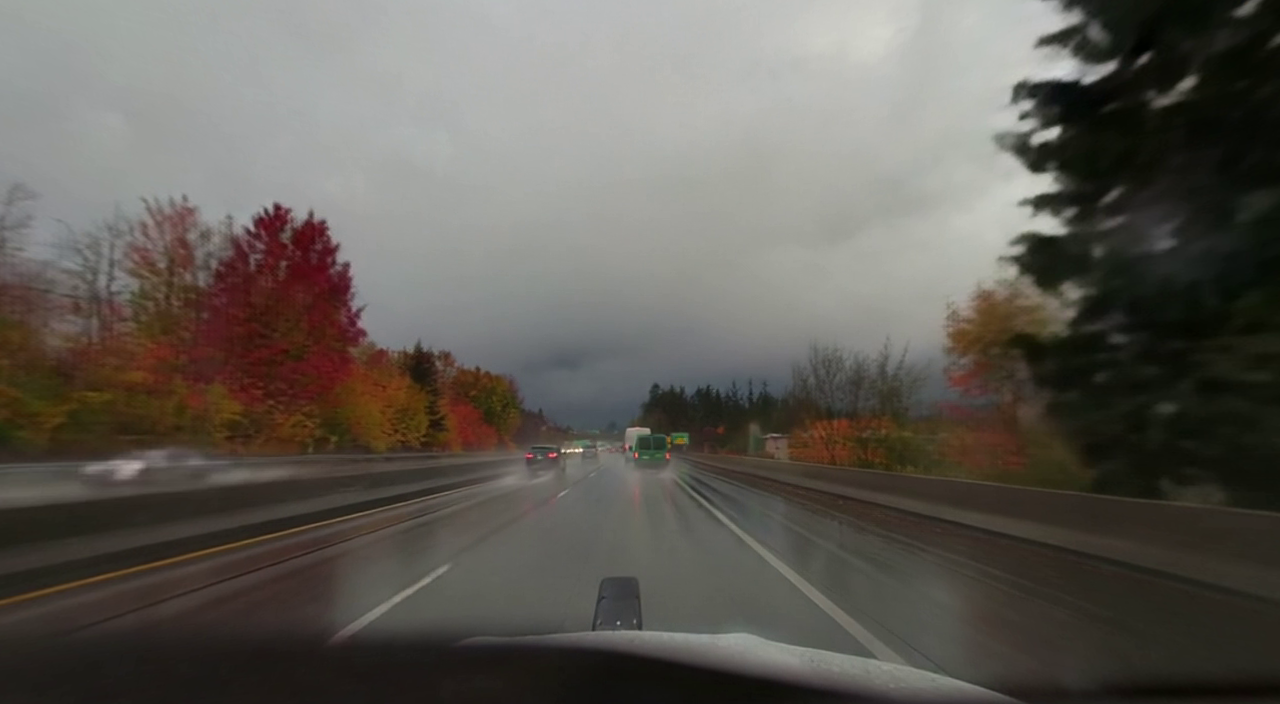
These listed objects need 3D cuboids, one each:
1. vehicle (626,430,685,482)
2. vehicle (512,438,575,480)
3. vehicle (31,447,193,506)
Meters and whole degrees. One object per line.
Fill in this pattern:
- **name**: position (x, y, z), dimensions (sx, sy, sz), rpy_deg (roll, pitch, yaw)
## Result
- **vehicle**: position (0.518, 4.232, 25.666), dimensions (2.179, 1.930, 4.538), rpy_deg (0, -9, -1)
- **vehicle**: position (-4.152, 4.707, 27.694), dimensions (2.088, 1.688, 4.365), rpy_deg (0, -9, 0)
- **vehicle**: position (-16.944, 3.974, 20.422), dimensions (1.801, 1.691, 3.919), rpy_deg (0, -9, 0)
